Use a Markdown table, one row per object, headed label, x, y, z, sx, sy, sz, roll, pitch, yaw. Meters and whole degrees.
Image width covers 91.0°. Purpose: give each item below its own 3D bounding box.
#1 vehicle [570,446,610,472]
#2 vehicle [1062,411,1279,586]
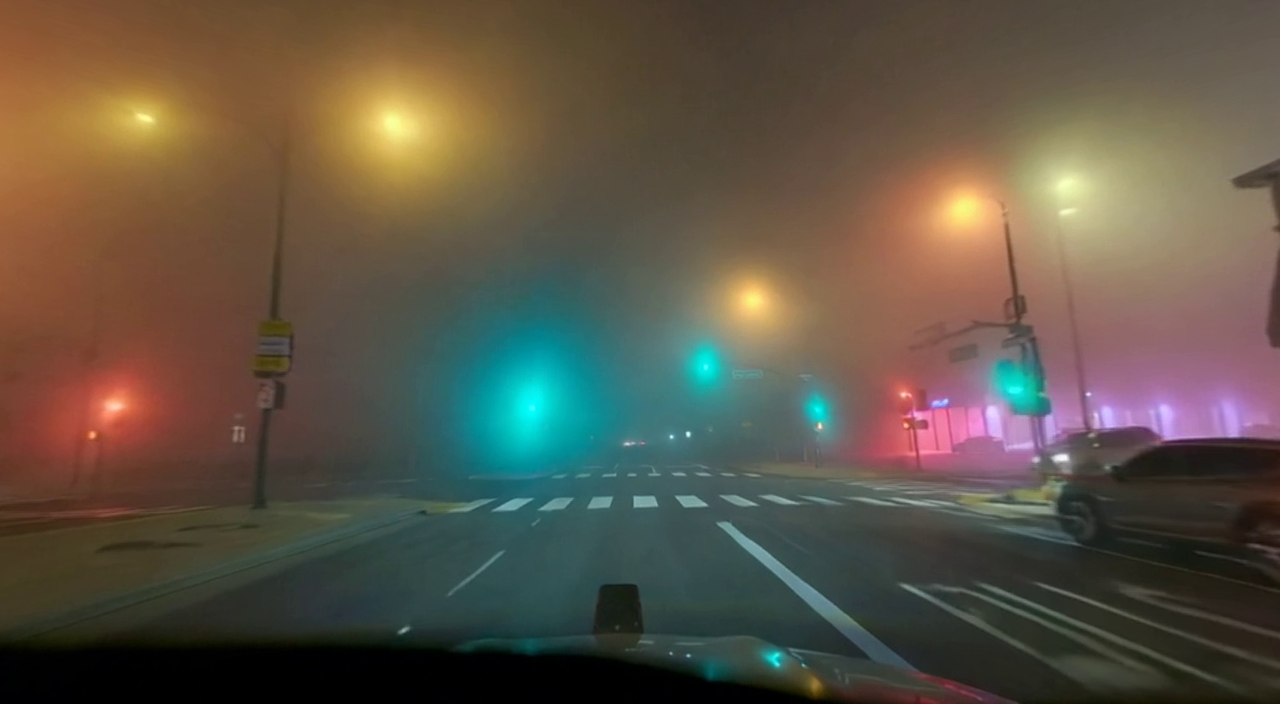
| label | x | y | z | sx | sy | sz | roll | pitch | yaw |
| --- | --- | --- | --- | --- | --- | --- | --- | --- | --- |
| vehicle | -2.943 | 6.463 | 38.208 | 2.078 | 1.471 | 4.217 | 0 | -8 | 0 |
| vehicle | 7.215 | 1.549 | 6.912 | 1.950 | 1.686 | 4.509 | 0 | -9 | -1 |
